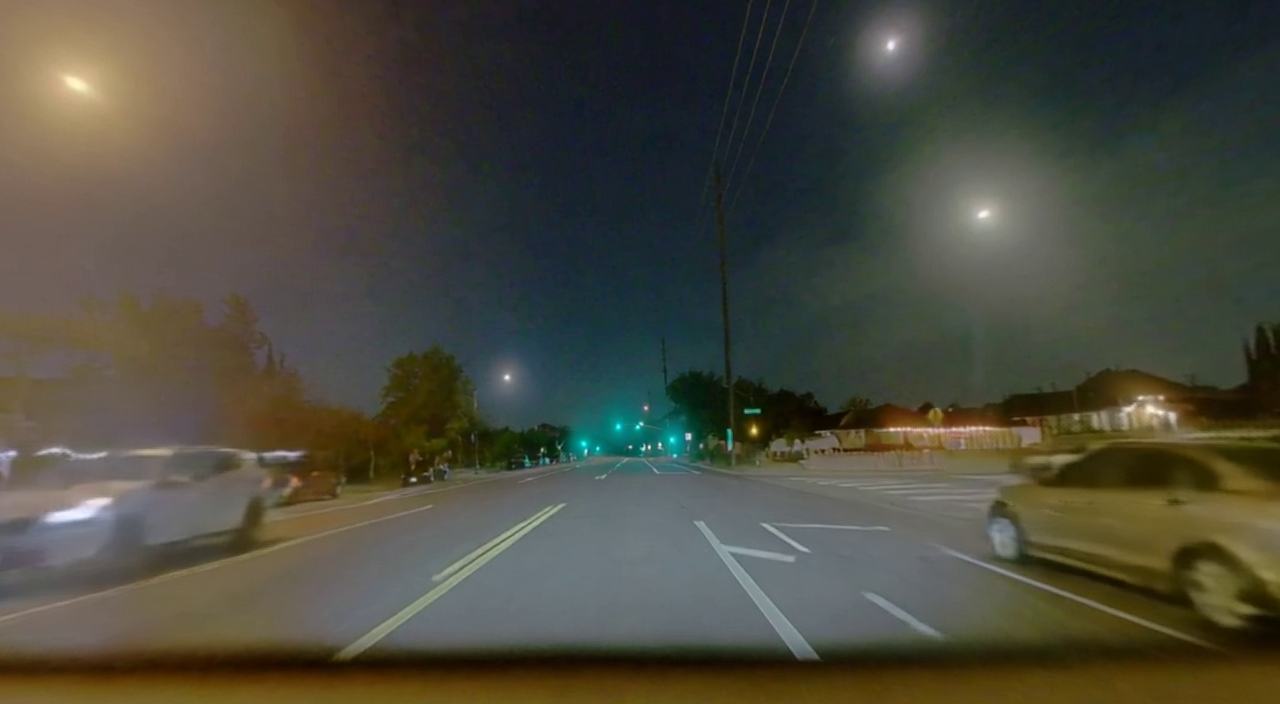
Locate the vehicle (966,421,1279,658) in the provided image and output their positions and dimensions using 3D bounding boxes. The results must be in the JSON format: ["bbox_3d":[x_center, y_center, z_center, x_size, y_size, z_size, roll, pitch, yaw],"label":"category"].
[{"bbox_3d":[4.960,1.365,5.218,1.950,1.469,4.625,0,-9,-2],"label":"vehicle"}]

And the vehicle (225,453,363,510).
[{"bbox_3d":[-12.558,4.684,23.471,2.128,1.768,5.306,0,-9,0],"label":"vehicle"}]

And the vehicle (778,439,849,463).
[{"bbox_3d":[12.933,7.421,47.323,4.696,1.732,1.968,0,-9,0],"label":"vehicle"}]

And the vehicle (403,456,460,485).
[{"bbox_3d":[-12.634,7.192,38.581,1.926,1.533,4.557,0,-9,1],"label":"vehicle"}]

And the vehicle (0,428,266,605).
[{"bbox_3d":[-7.406,1.957,8.339,2.092,1.741,4.559,0,-9,0],"label":"vehicle"}]
